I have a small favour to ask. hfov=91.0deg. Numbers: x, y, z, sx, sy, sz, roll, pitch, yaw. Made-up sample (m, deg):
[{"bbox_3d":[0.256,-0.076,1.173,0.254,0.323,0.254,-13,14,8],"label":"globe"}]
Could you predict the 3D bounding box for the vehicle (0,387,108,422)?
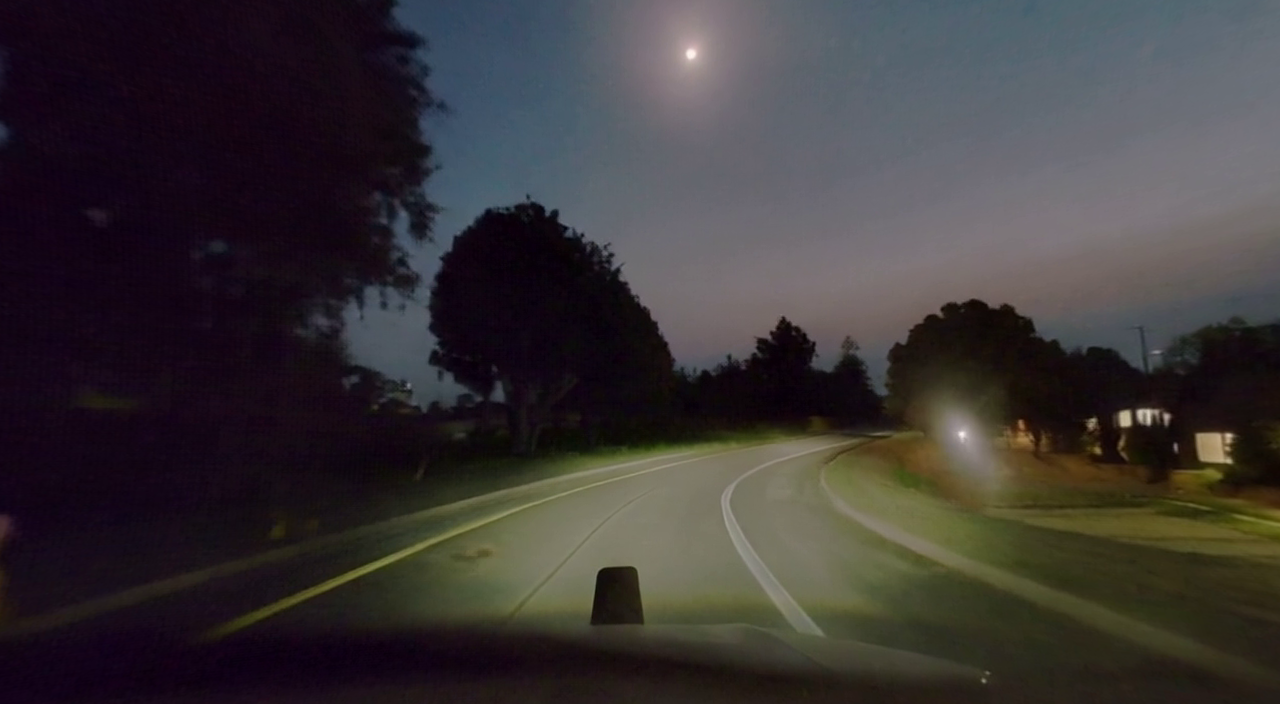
[{"bbox_3d":[-38.993,3.497,41.299,2.424,2.051,5.709,-7,-9,33],"label":"vehicle"}]
